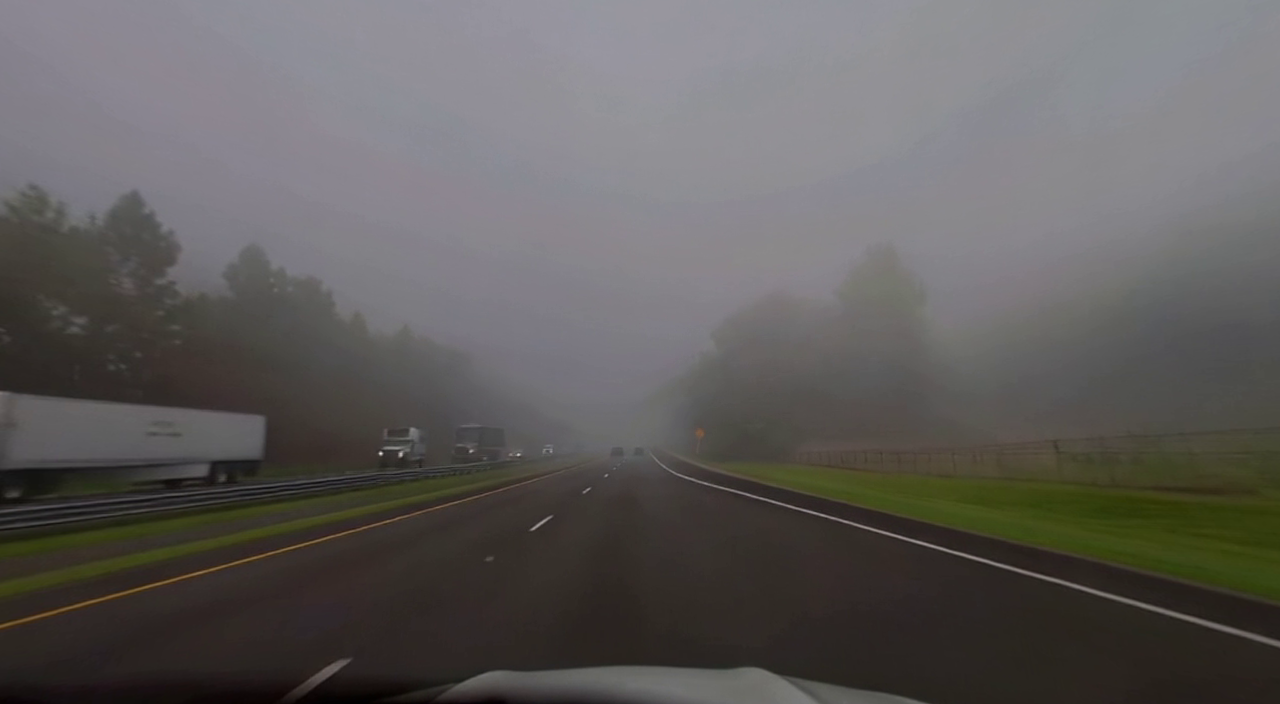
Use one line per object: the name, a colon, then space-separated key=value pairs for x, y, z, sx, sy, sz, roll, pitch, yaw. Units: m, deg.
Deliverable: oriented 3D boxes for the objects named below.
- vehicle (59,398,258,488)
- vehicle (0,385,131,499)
vehicle: x=-23.125 y=4.531 z=31.200 sx=2.822 sy=3.779 sz=8.710 roll=0 pitch=-9 yaw=0
vehicle: x=-23.186 y=3.098 z=21.570 sx=3.015 sy=3.832 sz=9.988 roll=0 pitch=-9 yaw=0
